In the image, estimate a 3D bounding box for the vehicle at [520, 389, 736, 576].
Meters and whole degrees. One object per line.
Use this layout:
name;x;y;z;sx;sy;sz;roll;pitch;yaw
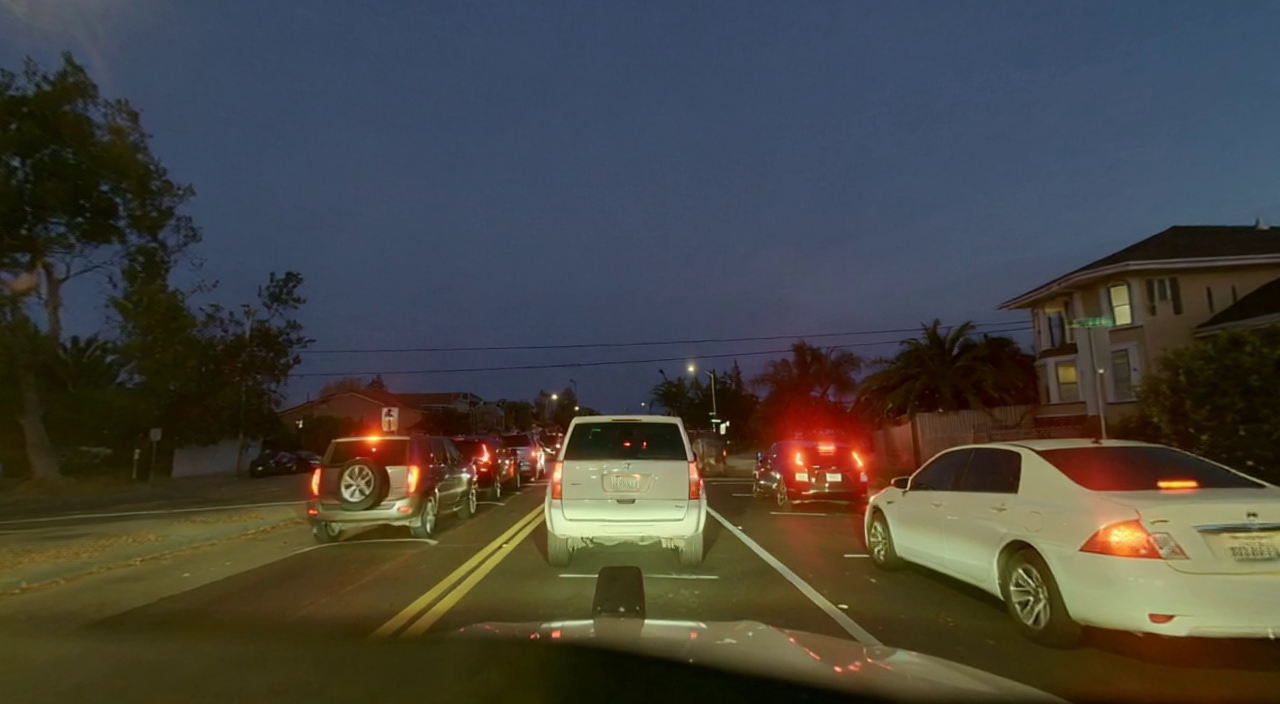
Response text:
vehicle;-0.207;1.622;8.569;2.164;1.867;4.254;0;-8;-2

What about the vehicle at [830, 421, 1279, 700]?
vehicle;3.473;1.462;5.770;1.977;1.480;4.589;0;-8;-1

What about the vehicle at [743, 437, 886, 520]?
vehicle;3.477;2.572;13.412;1.880;1.476;3.932;0;-8;0

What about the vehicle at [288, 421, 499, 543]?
vehicle;-3.722;2.026;10.518;1.864;1.576;4.324;0;-8;-2
